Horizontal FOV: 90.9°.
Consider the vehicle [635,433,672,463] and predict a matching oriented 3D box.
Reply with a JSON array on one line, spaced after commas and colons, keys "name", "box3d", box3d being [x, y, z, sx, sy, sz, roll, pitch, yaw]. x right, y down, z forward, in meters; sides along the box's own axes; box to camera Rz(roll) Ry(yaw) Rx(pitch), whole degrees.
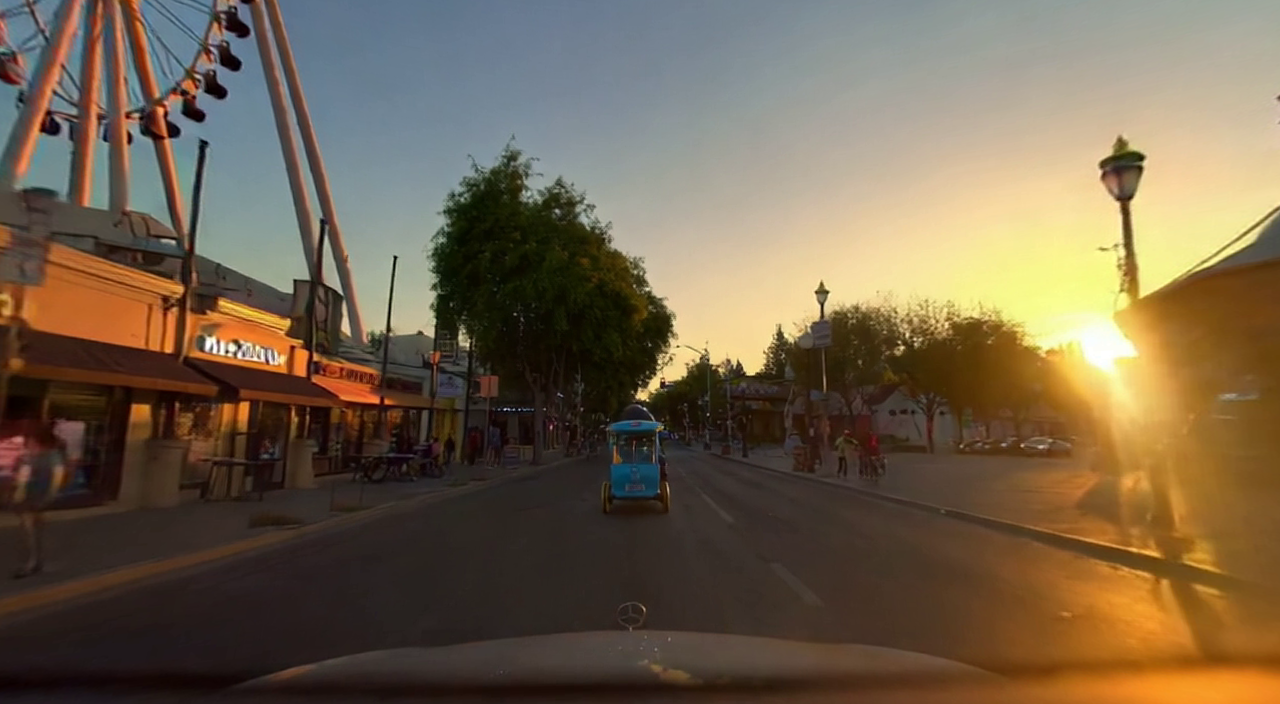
[{"name": "vehicle", "box3d": [0.838, 6.087, 39.928, 2.221, 1.773, 4.228, -1, -8, 1]}]

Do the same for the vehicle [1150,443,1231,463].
[{"name": "vehicle", "box3d": [41.711, 7.653, 47.844, 4.120, 1.445, 1.893, -2, -8, 10]}]
